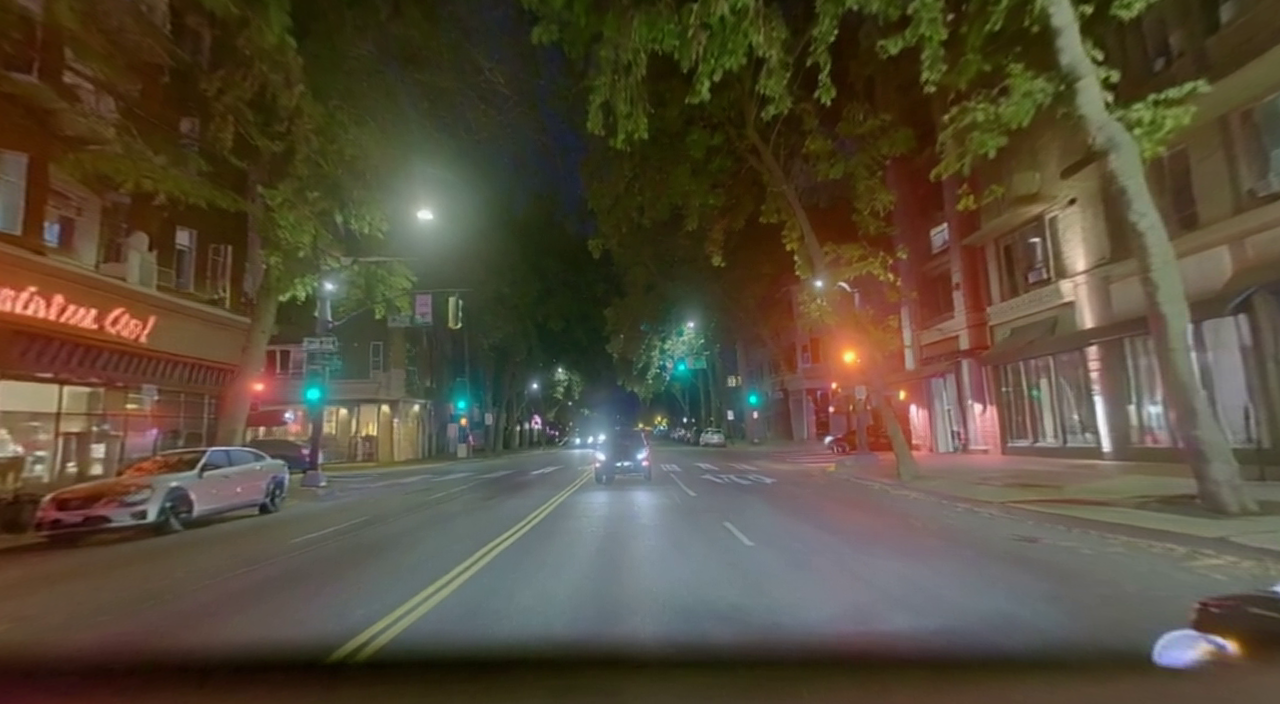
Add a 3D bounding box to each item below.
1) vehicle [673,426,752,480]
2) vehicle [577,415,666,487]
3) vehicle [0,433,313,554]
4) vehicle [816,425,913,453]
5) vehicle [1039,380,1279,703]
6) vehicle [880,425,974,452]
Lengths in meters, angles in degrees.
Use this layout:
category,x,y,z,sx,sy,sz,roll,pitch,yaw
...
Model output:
category,x,y,z,sx,sy,sz,roll,pitch,yaw
vehicle,2.294,3.326,21.040,1.998,1.580,4.015,0,-8,-2
vehicle,-0.528,2.931,18.922,2.301,1.854,4.919,0,-8,-1
vehicle,-9.739,2.806,13.657,2.048,1.985,6.011,1,-8,0
vehicle,12.645,4.936,35.757,4.713,1.493,1.875,0,-8,-2
vehicle,2.832,0.630,0.501,2.146,1.457,4.439,0,-8,0
vehicle,16.298,4.941,36.039,4.428,1.488,1.980,0,-8,1
